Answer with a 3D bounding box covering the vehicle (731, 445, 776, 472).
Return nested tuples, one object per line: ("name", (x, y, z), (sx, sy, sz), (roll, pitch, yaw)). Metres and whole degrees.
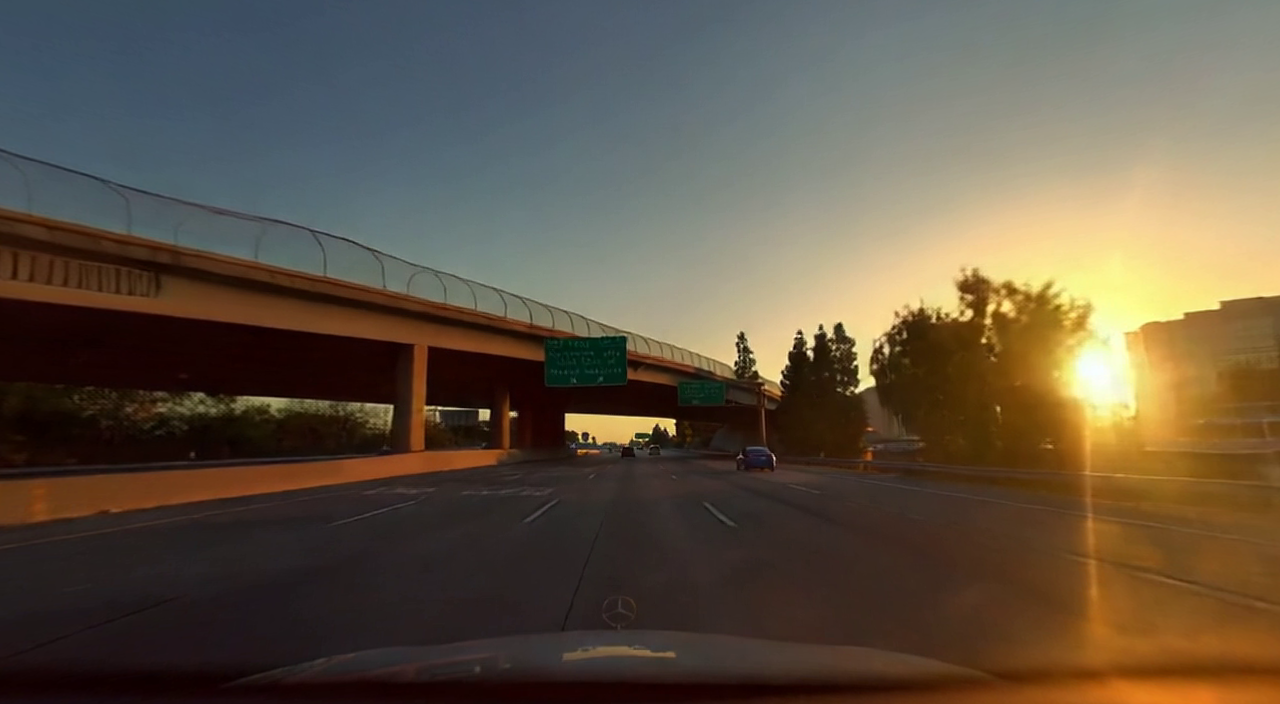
("vehicle", (7.090, 6.684, 39.814), (1.958, 1.498, 4.447), (0, -7, -1))
